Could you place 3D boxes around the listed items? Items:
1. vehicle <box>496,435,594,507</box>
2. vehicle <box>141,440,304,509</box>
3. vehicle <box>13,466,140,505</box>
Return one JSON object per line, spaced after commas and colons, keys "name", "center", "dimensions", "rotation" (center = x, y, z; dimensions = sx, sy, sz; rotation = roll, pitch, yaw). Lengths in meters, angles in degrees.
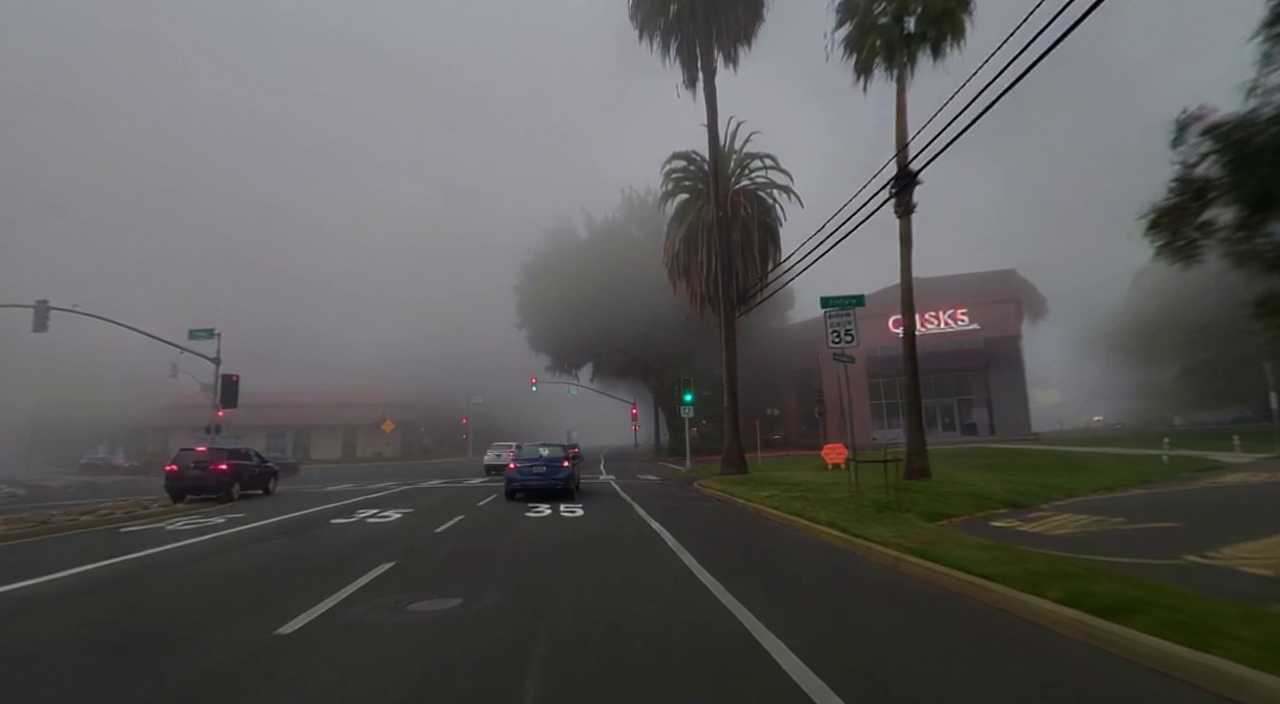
{"name": "vehicle", "center": [-2.263, 2.849, 15.631], "dimensions": [2.063, 1.474, 4.334], "rotation": [1, -8, -7]}
{"name": "vehicle", "center": [-12.489, 3.639, 19.402], "dimensions": [2.050, 1.811, 4.752], "rotation": [0, -9, -5]}
{"name": "vehicle", "center": [-26.556, 6.277, 30.043], "dimensions": [1.829, 1.506, 4.819], "rotation": [0, -8, -4]}
